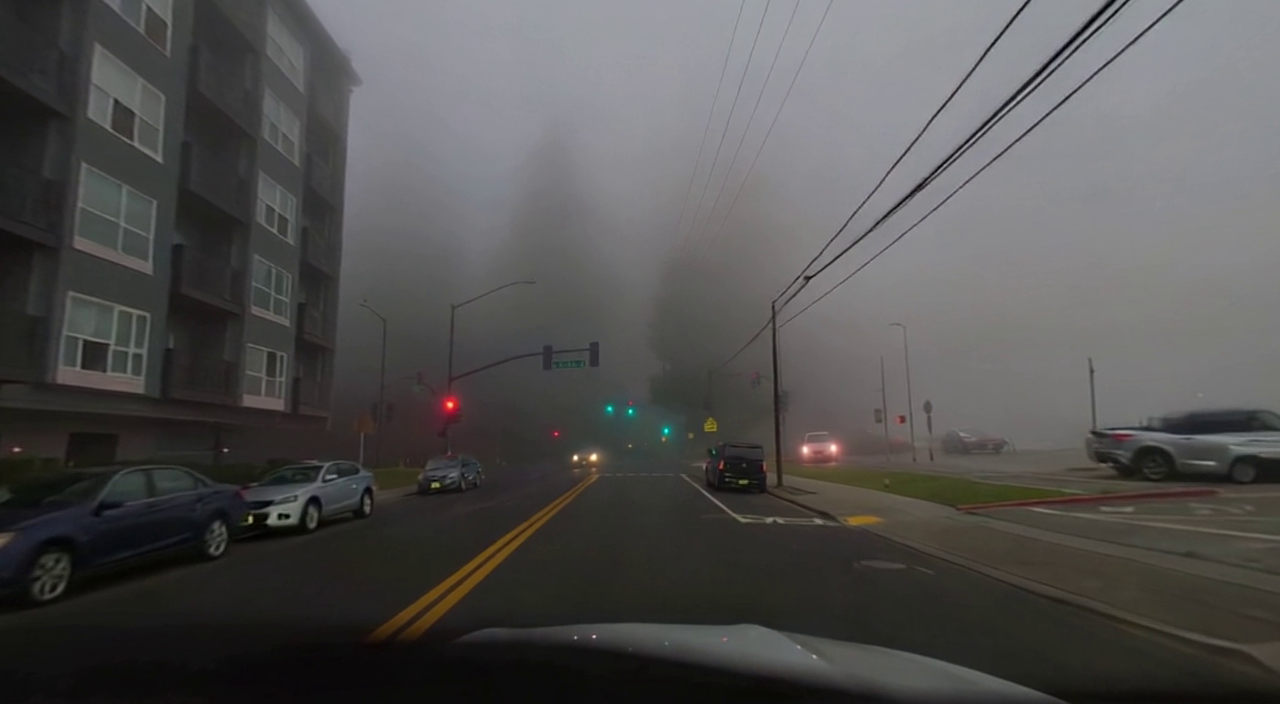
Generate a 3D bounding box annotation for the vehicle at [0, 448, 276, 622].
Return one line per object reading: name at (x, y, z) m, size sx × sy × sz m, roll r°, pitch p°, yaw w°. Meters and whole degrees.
vehicle at (-6.482, 1.905, 7.563) m, size 1.789 × 1.462 × 4.313 m, roll 0°, pitch -9°, yaw -2°

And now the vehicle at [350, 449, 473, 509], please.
vehicle at (-6.434, 3.599, 18.444) m, size 1.934 × 1.484 × 4.630 m, roll 0°, pitch -9°, yaw -1°

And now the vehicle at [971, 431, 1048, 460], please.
vehicle at (22.738, 5.766, 38.962) m, size 3.673 × 1.554 × 1.760 m, roll 3°, pitch -8°, yaw 1°

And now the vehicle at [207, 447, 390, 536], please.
vehicle at (-6.713, 2.721, 12.937) m, size 1.713 × 1.531 × 3.685 m, roll 0°, pitch -8°, yaw -1°

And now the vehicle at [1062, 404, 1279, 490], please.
vehicle at (12.580, 2.149, 14.328) m, size 4.591 × 1.785 × 1.921 m, roll 0°, pitch -8°, yaw -1°

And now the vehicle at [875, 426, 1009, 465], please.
vehicle at (11.872, 3.701, 25.032) m, size 4.348 × 1.439 × 1.907 m, roll 0°, pitch -8°, yaw -6°

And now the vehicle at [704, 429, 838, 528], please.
vehicle at (2.866, 2.818, 15.079) m, size 2.034 × 1.689 × 4.978 m, roll 0°, pitch -4°, yaw -1°
